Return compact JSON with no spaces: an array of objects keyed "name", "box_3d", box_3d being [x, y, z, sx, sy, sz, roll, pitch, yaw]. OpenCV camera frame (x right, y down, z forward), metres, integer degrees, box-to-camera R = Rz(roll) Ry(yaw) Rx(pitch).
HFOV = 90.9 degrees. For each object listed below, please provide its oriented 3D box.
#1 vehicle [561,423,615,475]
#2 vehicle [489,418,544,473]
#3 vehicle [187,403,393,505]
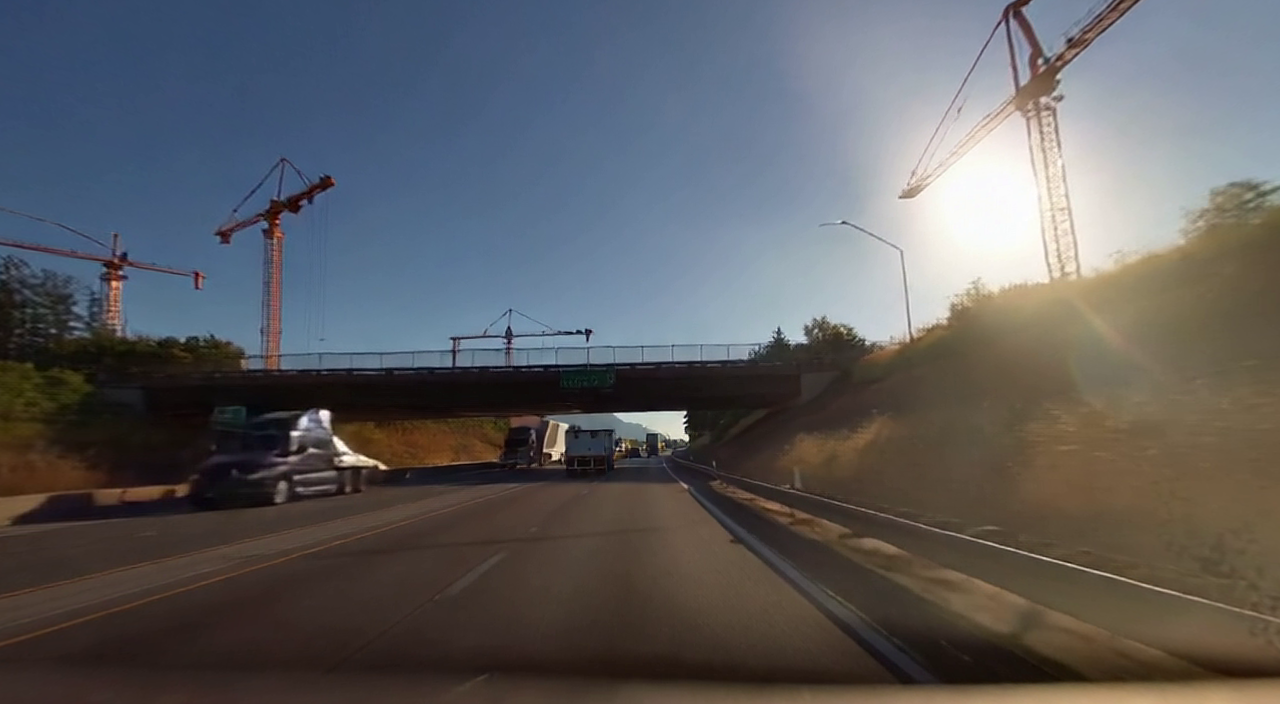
[{"name":"vehicle","box_3d":[-2.933,5.697,37.066,2.565,2.771,6.641,0,-9,0]},{"name":"vehicle","box_3d":[-9.519,7.294,49.179,2.918,3.990,5.826,0,-9,1]},{"name":"vehicle","box_3d":[-10.160,3.098,19.225,2.762,2.579,6.099,0,-9,0]}]
